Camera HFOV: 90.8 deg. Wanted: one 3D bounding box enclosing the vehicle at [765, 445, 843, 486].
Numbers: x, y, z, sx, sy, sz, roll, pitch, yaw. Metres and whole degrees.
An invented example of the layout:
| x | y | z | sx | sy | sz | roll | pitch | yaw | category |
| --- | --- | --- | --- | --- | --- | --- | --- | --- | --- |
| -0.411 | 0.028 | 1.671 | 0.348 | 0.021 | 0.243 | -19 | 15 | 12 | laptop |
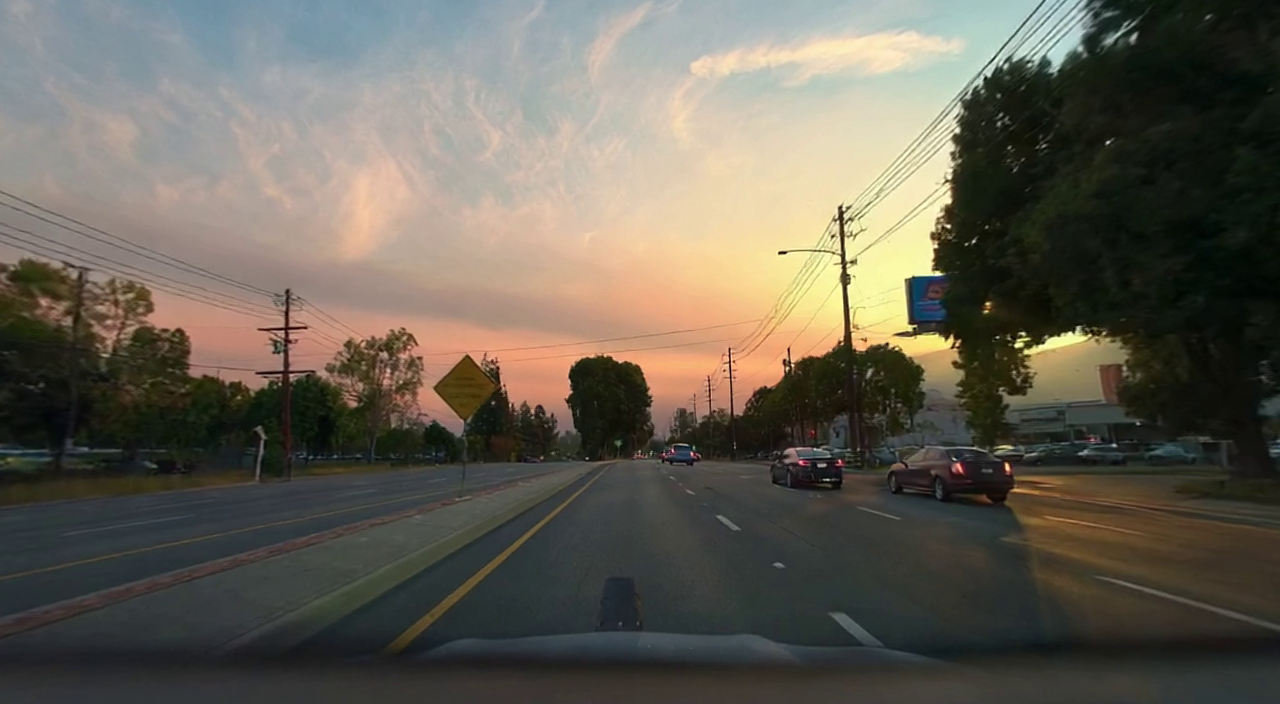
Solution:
| x | y | z | sx | sy | sz | roll | pitch | yaw | category |
| --- | --- | --- | --- | --- | --- | --- | --- | --- | --- |
| 6.302 | 4.393 | 24.835 | 1.882 | 1.476 | 4.344 | 0 | -8 | -1 | vehicle |

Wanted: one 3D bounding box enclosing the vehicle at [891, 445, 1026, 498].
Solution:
| x | y | z | sx | sy | sz | roll | pitch | yaw | category |
| --- | --- | --- | --- | --- | --- | --- | --- | --- | --- |
| 9.963 | 3.725 | 20.248 | 1.874 | 1.482 | 4.545 | 0 | -8 | -1 | vehicle |
